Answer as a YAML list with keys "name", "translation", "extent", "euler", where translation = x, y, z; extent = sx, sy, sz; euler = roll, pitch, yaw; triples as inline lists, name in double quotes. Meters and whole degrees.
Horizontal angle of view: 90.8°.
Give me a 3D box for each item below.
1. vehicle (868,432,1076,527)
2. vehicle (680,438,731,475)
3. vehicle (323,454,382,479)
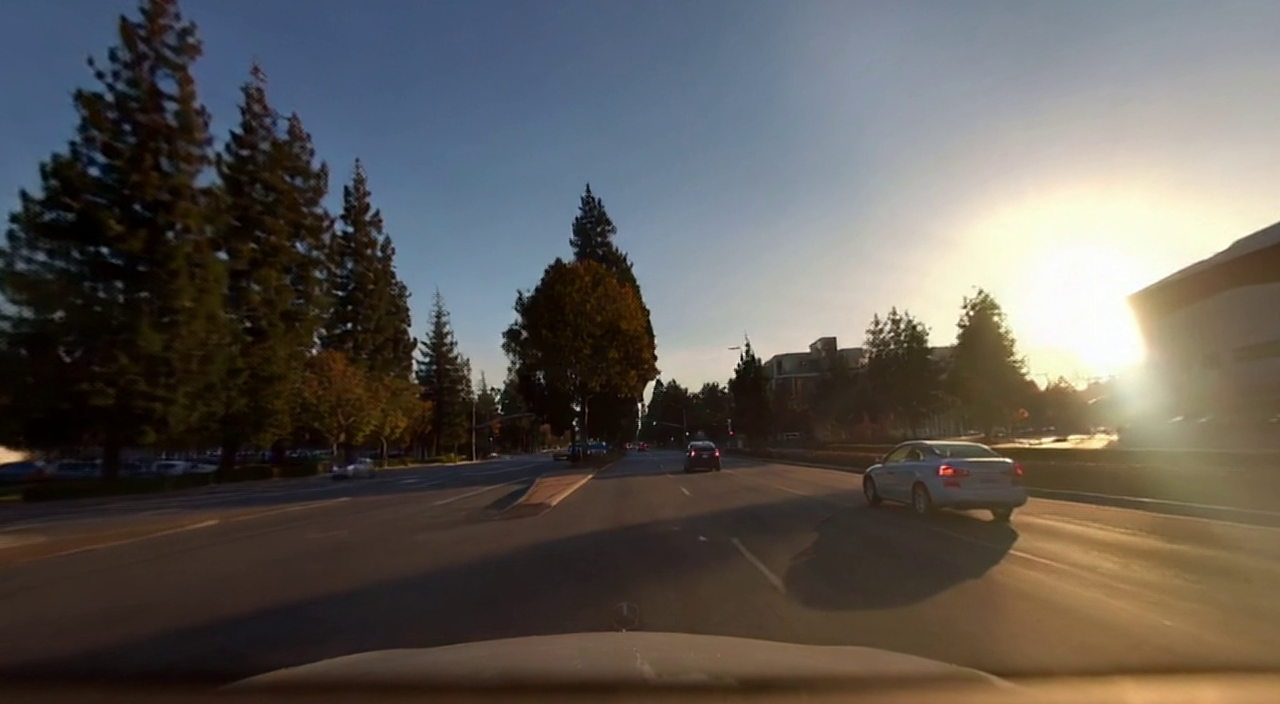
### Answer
- name: "vehicle"
  translation: [6.553, 2.546, 13.162]
  extent: [2.000, 1.618, 4.238]
  euler: [0, -9, 0]
- name: "vehicle"
  translation: [3.329, 5.470, 33.196]
  extent: [2.095, 1.759, 4.862]
  euler: [0, -9, -1]
- name: "vehicle"
  translation: [-20.612, 8.230, 45.584]
  extent: [1.950, 1.604, 4.756]
  euler: [0, -9, 1]
